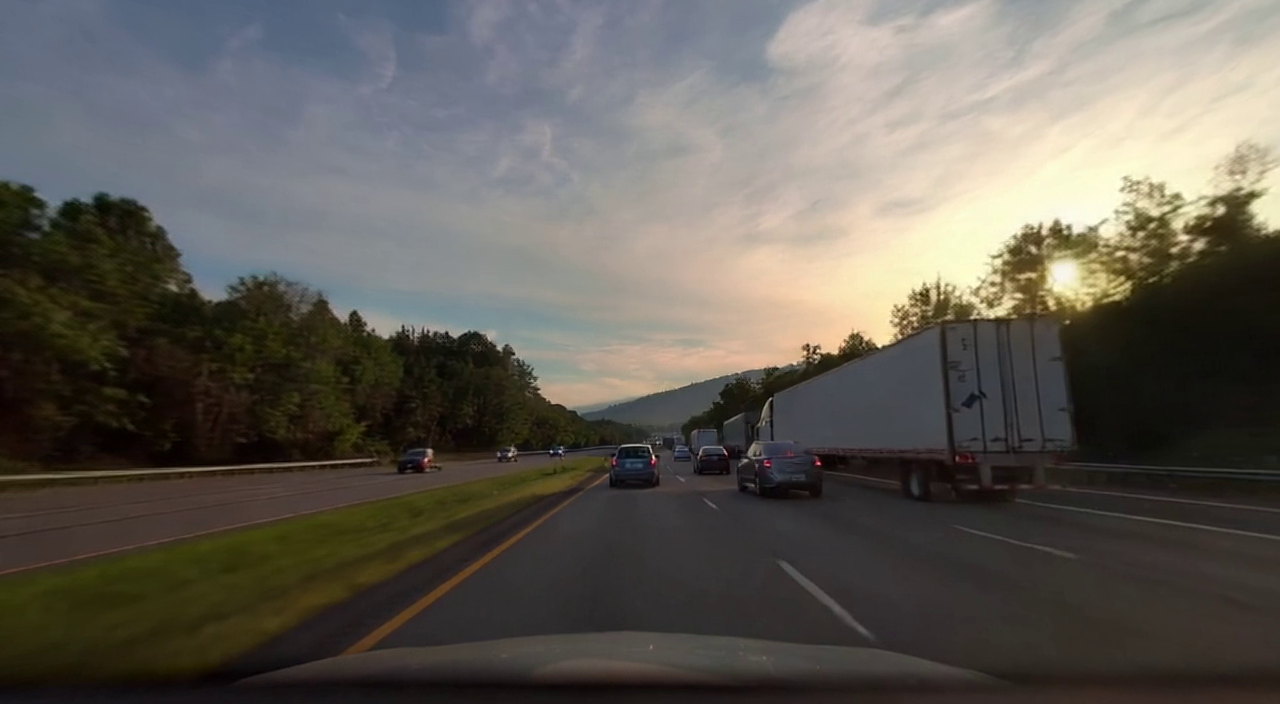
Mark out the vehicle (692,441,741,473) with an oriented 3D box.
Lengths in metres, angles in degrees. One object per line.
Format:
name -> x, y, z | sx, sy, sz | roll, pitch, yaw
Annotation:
vehicle -> 4.181, 5.845, 35.226 | 2.150, 1.632, 4.260 | 0, -9, -1

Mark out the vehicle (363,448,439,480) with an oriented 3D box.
vehicle -> -11.927, 5.617, 31.819 | 2.189, 1.486, 4.091 | 0, -9, 1

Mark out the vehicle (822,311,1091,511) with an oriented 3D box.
vehicle -> 7.624, 1.805, 17.109 | 2.823, 4.063, 8.485 | 0, -9, 0

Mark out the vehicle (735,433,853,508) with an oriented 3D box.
vehicle -> 3.645, 2.884, 15.696 | 1.920, 1.594, 3.867 | 0, -9, 0

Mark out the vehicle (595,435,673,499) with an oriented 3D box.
vehicle -> -0.136, 3.242, 18.121 | 2.023, 1.618, 3.628 | 0, -9, 1
